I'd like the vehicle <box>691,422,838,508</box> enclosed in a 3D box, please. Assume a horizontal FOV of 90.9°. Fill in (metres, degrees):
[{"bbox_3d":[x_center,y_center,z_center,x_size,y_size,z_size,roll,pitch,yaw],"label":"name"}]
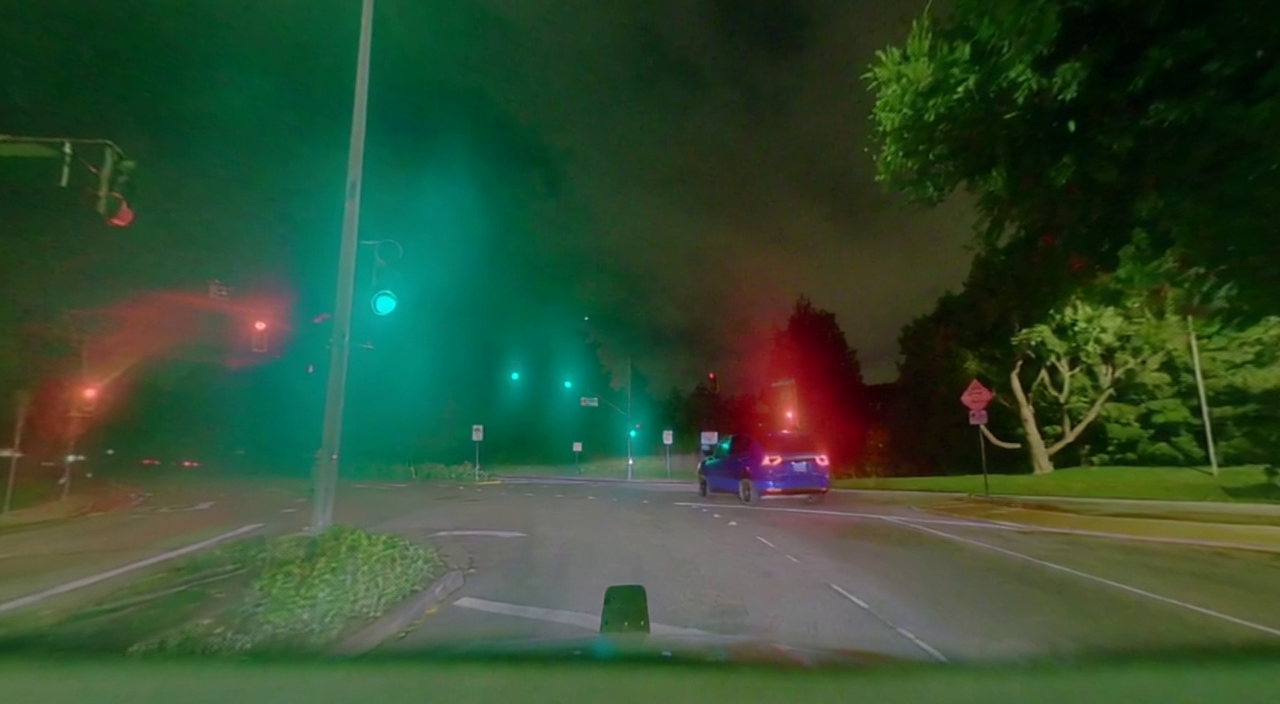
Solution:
[{"bbox_3d":[2.832,2.741,15.760,2.284,1.788,4.871,0,-8,-5],"label":"vehicle"}]
